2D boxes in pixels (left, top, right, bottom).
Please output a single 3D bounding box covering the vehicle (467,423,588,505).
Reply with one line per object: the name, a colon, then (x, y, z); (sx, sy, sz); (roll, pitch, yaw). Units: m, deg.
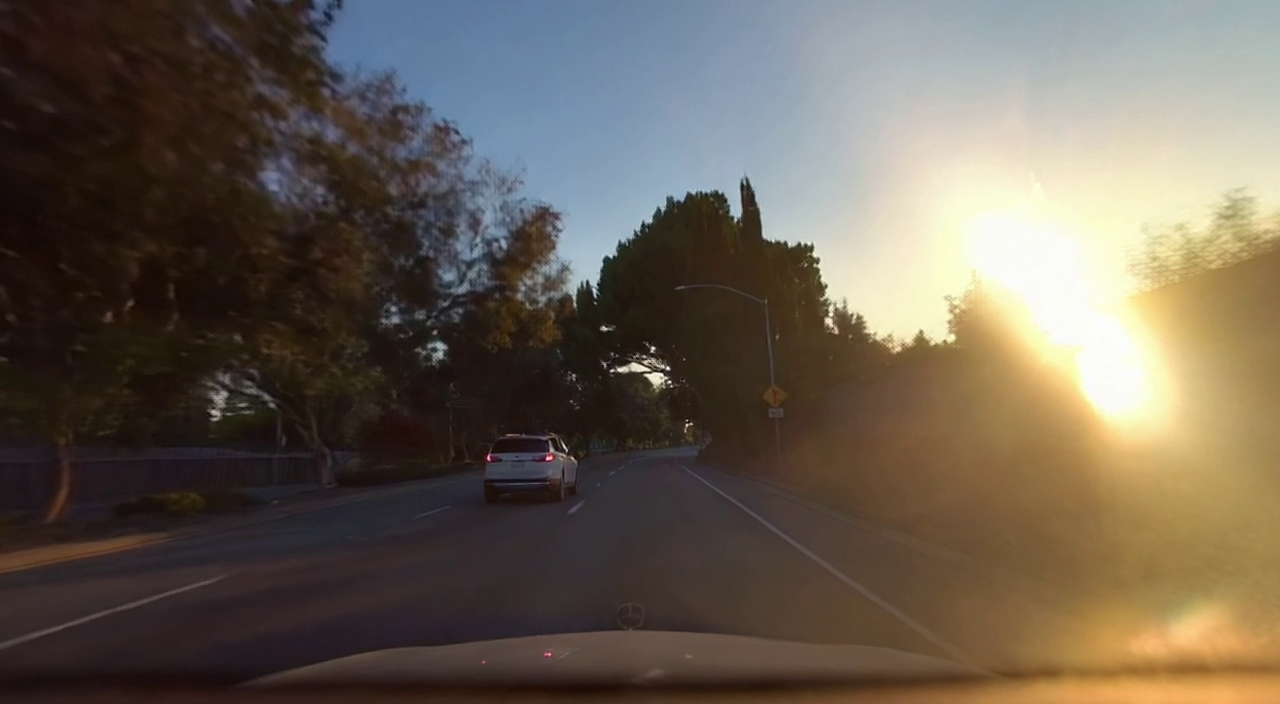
vehicle: (-2.773, 2.913, 16.833); (2.160, 1.855, 4.695); (0, -8, 2)
